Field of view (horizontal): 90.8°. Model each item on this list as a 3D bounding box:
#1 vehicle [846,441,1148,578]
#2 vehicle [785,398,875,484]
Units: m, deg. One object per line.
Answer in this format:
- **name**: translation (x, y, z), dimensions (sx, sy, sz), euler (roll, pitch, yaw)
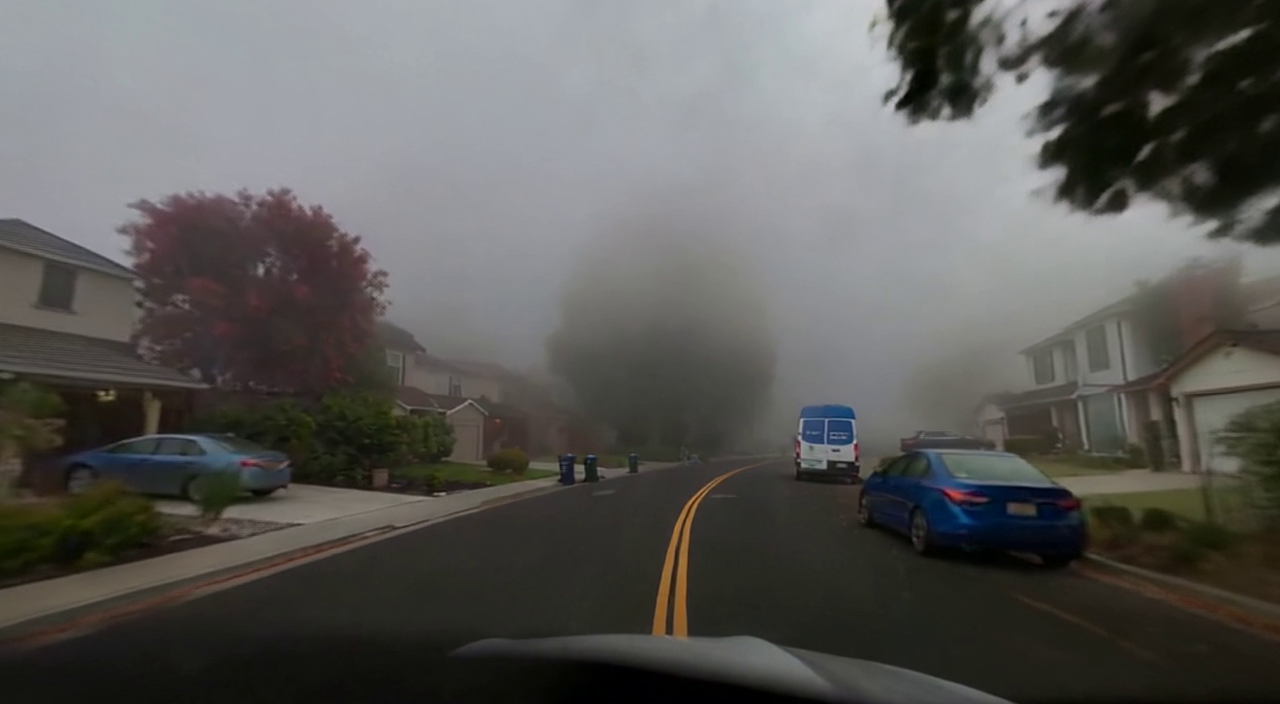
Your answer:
- **vehicle**: translation (4.275, 1.890, 8.531), dimensions (1.835, 1.349, 4.285), euler (-1, -8, 4)
- **vehicle**: translation (6.920, 3.320, 23.556), dimensions (2.684, 2.712, 6.197), euler (-3, -8, 14)
